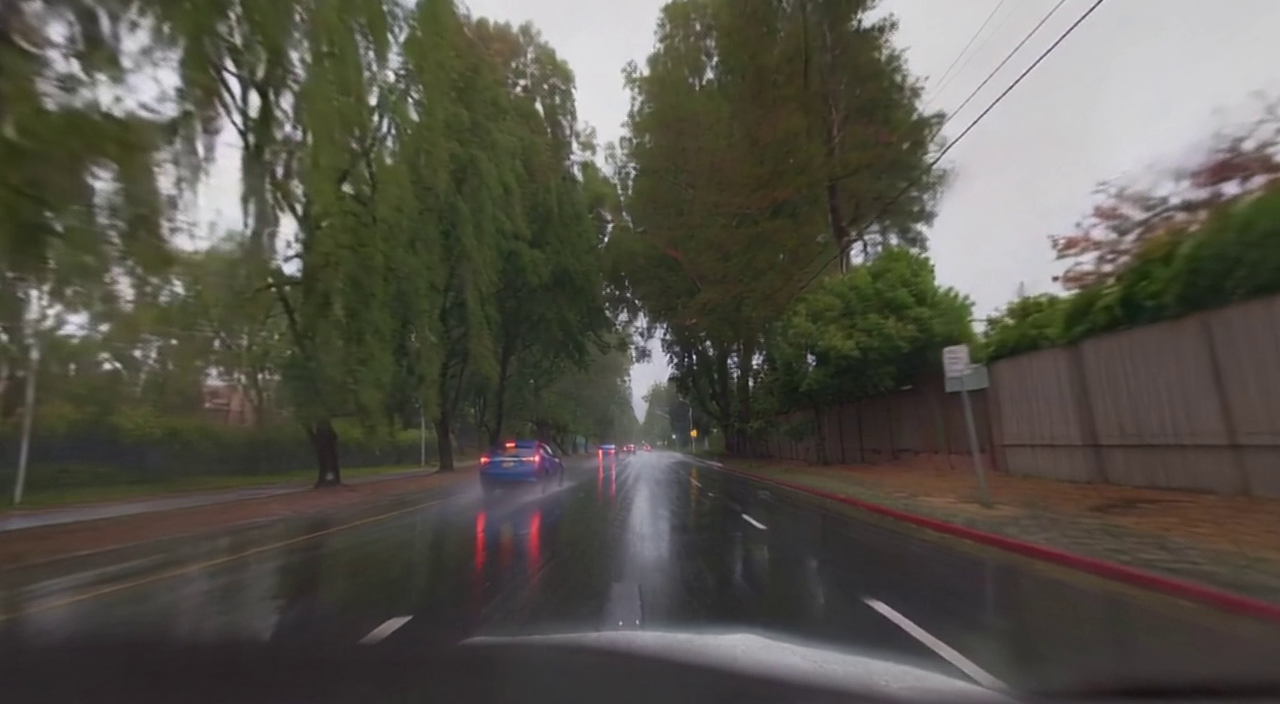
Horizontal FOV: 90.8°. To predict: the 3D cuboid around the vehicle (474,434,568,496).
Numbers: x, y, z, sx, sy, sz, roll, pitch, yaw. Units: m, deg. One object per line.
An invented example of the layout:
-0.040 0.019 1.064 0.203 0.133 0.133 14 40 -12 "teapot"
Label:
-3.437 3.360 19.177 1.919 1.650 4.546 0 -8 1 "vehicle"
